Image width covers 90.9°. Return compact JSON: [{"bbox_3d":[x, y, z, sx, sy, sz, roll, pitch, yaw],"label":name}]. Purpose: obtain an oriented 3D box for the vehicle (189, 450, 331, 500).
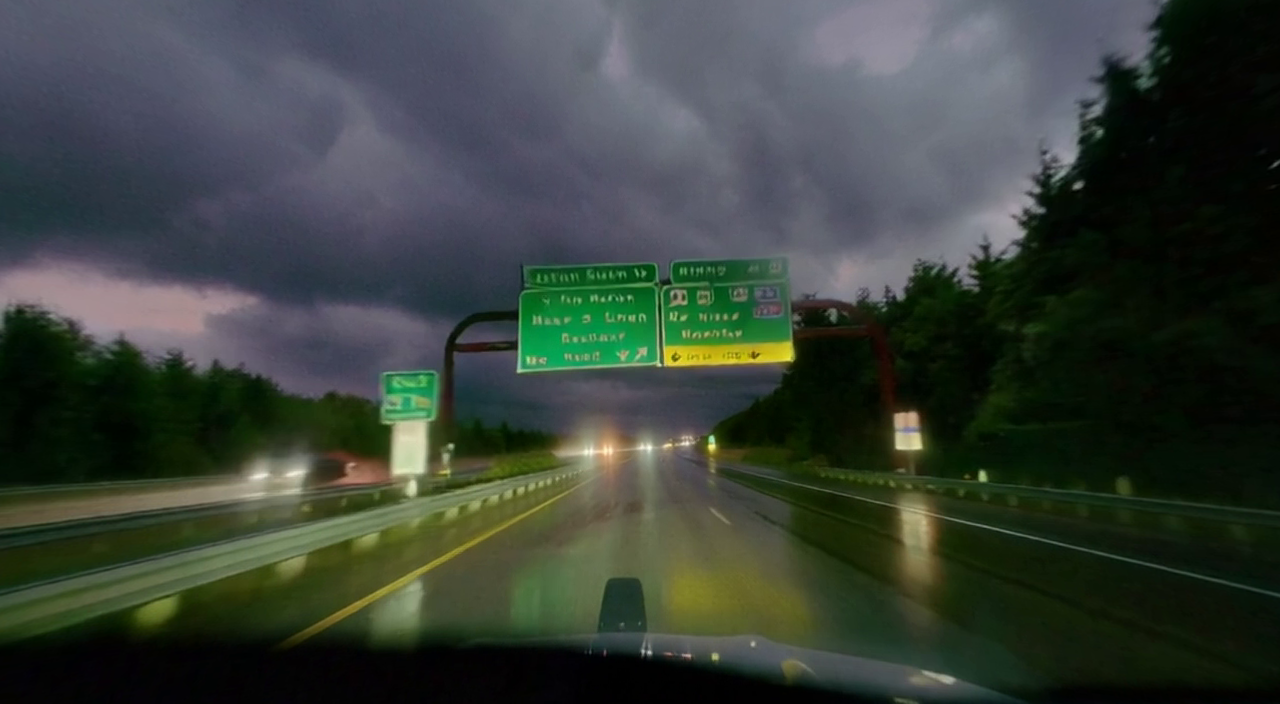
[{"bbox_3d":[-12.729,4.112,21.544,1.917,1.490,4.582,0,-9,1],"label":"vehicle"}]
